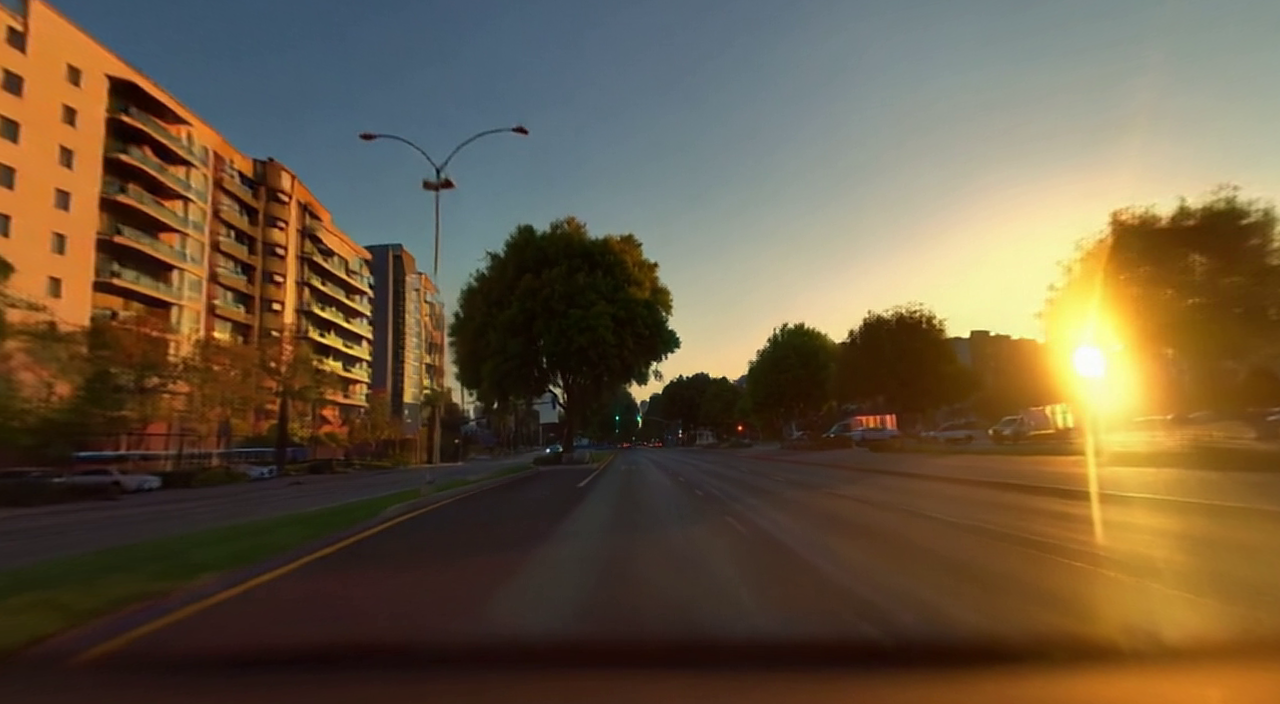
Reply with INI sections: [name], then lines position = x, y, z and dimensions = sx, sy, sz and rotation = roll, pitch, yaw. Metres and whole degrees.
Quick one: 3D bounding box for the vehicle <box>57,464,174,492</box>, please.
[vehicle]
position = -30.128, 7.234, 36.402
dimensions = 4.851, 1.519, 2.112
rotation = 0, -8, 1
